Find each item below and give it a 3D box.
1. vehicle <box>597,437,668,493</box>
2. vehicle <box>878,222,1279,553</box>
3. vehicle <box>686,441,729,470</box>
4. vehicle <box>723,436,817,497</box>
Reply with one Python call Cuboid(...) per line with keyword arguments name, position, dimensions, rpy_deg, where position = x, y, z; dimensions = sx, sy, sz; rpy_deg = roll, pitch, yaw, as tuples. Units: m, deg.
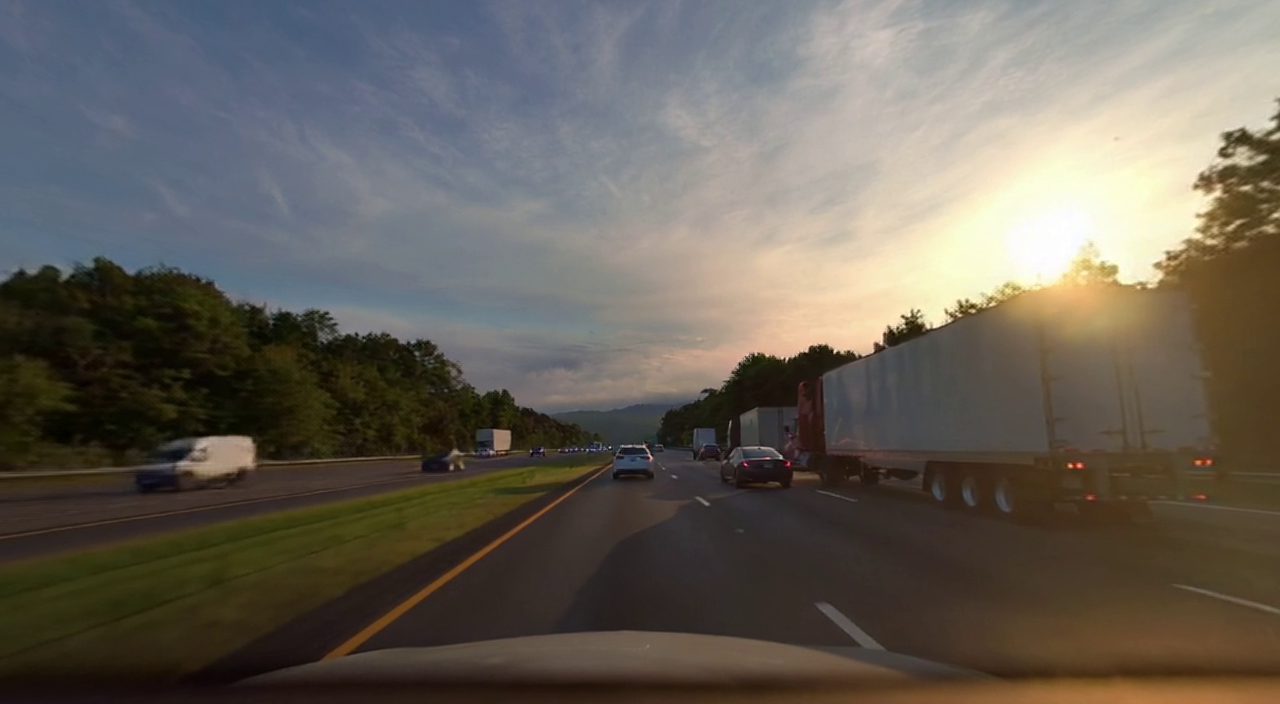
Cuboid(name="vehicle", position=(-0.207, 3.550, 20.091), dimensions=(2.023, 1.618, 3.628), rpy_deg=(0, -9, 0))
Cuboid(name="vehicle", position=(7.606, 1.005, 11.935), dimensions=(2.823, 4.063, 8.485), rpy_deg=(0, -9, 0))
Cuboid(name="vehicle", position=(4.134, 6.431, 39.321), dimensions=(2.150, 1.632, 4.260), rpy_deg=(0, -9, 0))
Cuboid(name="vehicle", position=(3.704, 3.343, 18.755), dimensions=(1.920, 1.594, 3.867), rpy_deg=(0, -9, -1))
